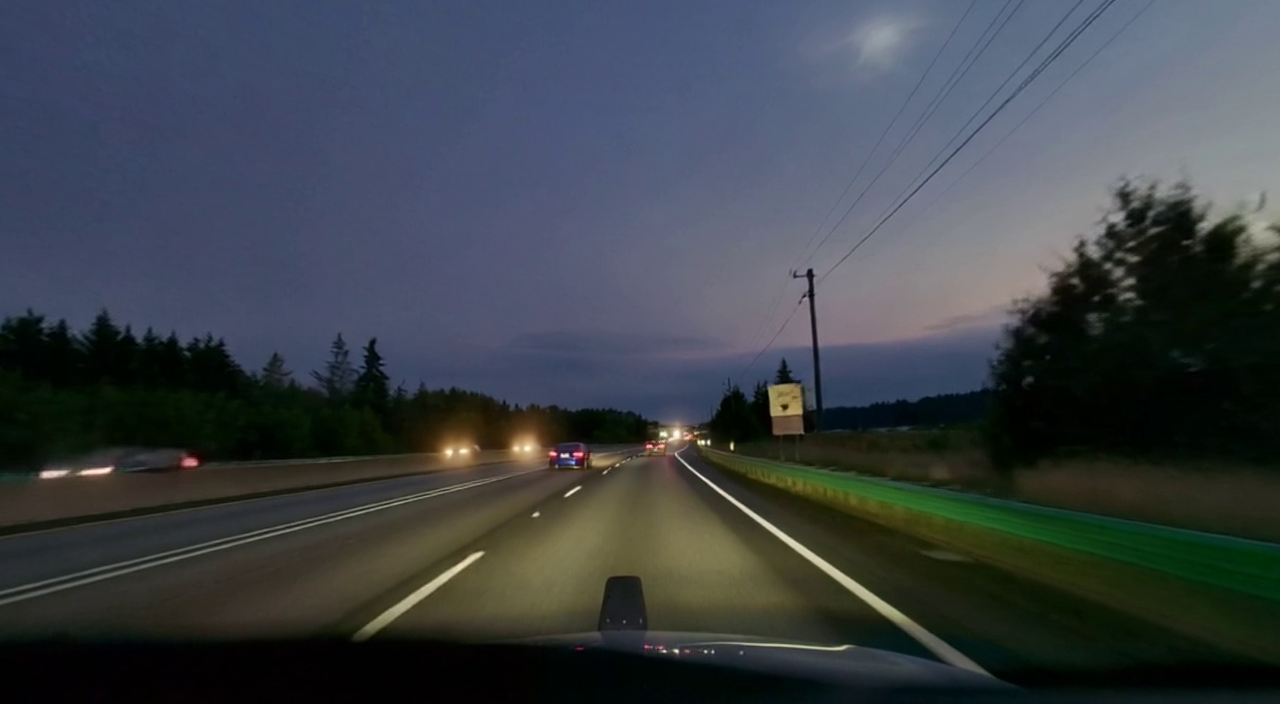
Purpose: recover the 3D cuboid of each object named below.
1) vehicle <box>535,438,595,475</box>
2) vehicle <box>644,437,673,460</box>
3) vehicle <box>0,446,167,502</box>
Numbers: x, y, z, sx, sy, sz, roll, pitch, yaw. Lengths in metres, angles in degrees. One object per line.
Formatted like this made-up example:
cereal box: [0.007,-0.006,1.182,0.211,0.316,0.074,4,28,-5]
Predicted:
vehicle: [-3.215,4.593,27.919,2.021,1.515,4.453,0,-8,2]
vehicle: [1.448,7.590,49.813,2.176,1.725,4.182,0,-8,2]
vehicle: [-16.115,3.437,18.237,1.804,1.419,3.775,0,-8,1]
